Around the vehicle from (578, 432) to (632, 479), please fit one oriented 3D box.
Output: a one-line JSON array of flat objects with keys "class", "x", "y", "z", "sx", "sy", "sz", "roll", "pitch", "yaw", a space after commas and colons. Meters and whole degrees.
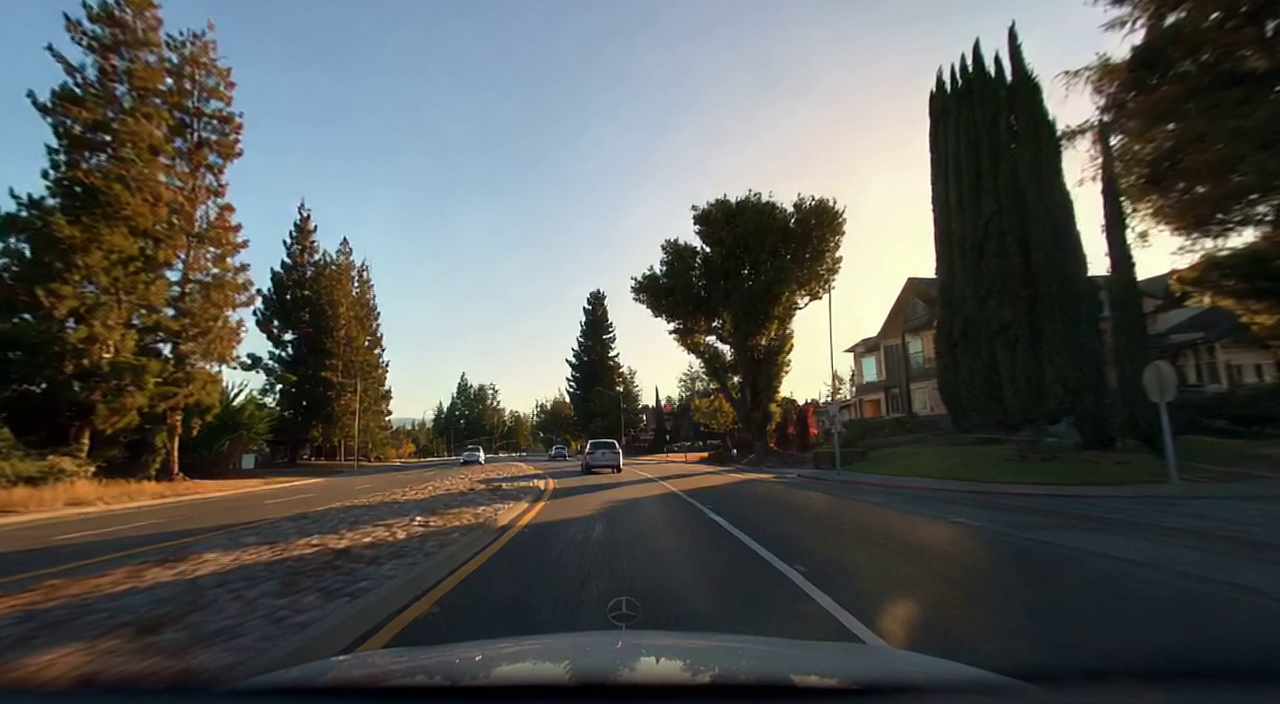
[{"class": "vehicle", "x": -1.717, "y": 4.804, "z": 29.402, "sx": 2.072, "sy": 2.002, "sz": 4.391, "roll": 1, "pitch": -9, "yaw": -9}]
